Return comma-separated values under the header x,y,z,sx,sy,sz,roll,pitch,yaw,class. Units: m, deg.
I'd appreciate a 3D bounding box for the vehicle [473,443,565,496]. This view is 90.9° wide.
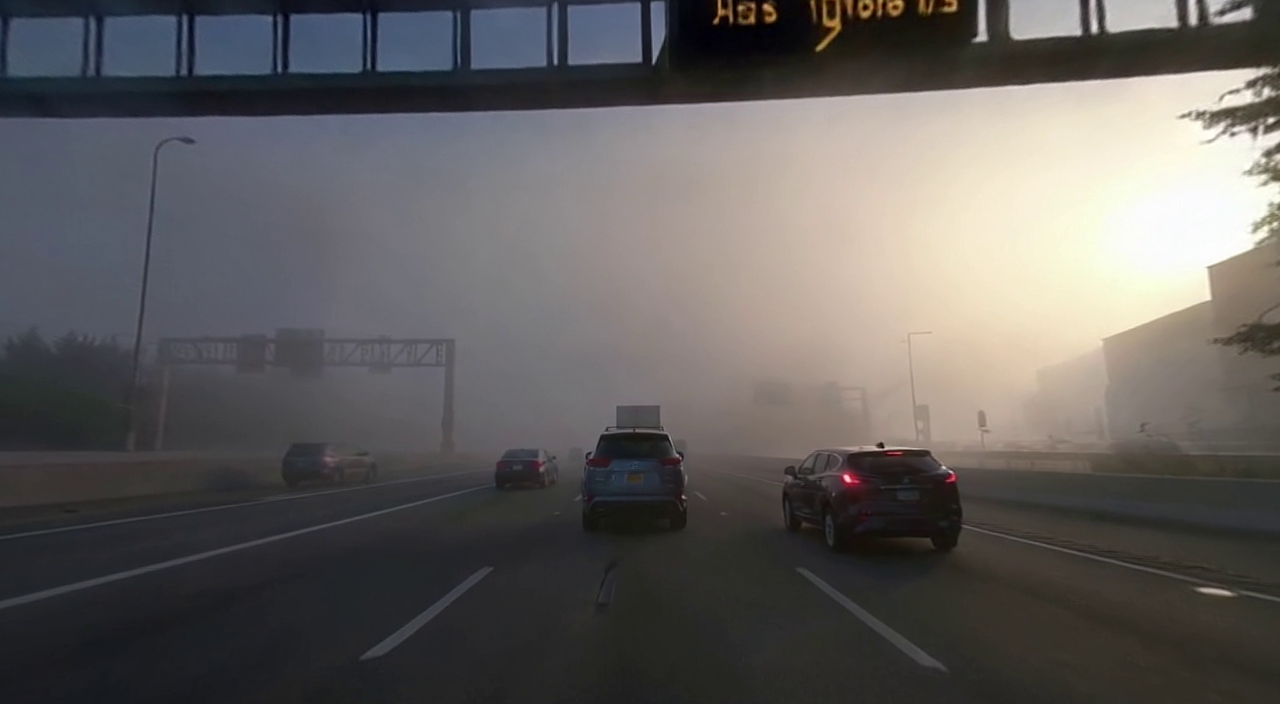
x,y,z,sx,sy,sz,roll,pitch,yaw,class
-3.643,3.624,19.809,2.005,1.458,4.143,0,-9,1,vehicle

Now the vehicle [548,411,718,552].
x,y,z,sx,sy,sz,roll,pitch,yaw,class
-0.100,1.948,10.070,2.152,1.779,3.924,0,-9,0,vehicle

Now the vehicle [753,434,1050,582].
x,y,z,sx,sy,sz,roll,pitch,yaw,class
3.052,1.918,8.654,2.018,1.470,4.491,0,-9,-2,vehicle

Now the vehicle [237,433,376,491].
x,y,z,sx,sy,sz,roll,pitch,yaw,class
-11.022,3.665,21.327,2.129,1.720,4.547,0,-9,1,vehicle

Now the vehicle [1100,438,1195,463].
x,y,z,sx,sy,sz,roll,pitch,yaw,class
32.278,6.289,40.277,1.805,1.536,4.325,3,-9,-19,vehicle
